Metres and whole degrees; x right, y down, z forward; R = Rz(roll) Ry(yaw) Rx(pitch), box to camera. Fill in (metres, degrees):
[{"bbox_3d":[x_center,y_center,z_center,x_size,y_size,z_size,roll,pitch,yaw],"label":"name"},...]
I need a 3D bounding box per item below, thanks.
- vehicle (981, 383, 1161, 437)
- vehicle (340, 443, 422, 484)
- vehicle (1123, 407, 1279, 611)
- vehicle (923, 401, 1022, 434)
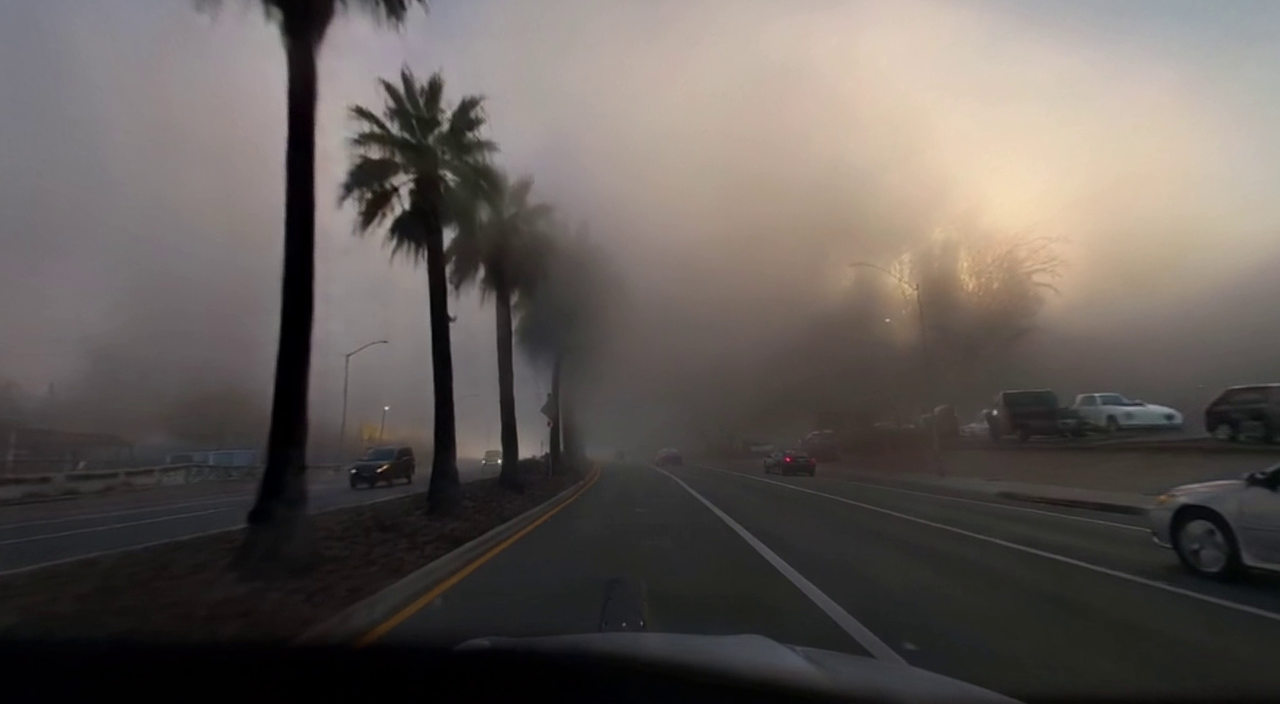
[{"bbox_3d":[18.051,2.491,26.671,5.817,1.906,2.230,-2,-12,0],"label":"vehicle"},{"bbox_3d":[-13.186,5.683,32.513,2.210,1.889,4.934,0,-8,-2],"label":"vehicle"},{"bbox_3d":[6.422,1.230,4.743,2.124,1.687,4.266,0,-8,-1],"label":"vehicle"},{"bbox_3d":[18.057,3.561,34.414,4.237,1.573,2.011,-2,-6,-1],"label":"vehicle"}]
